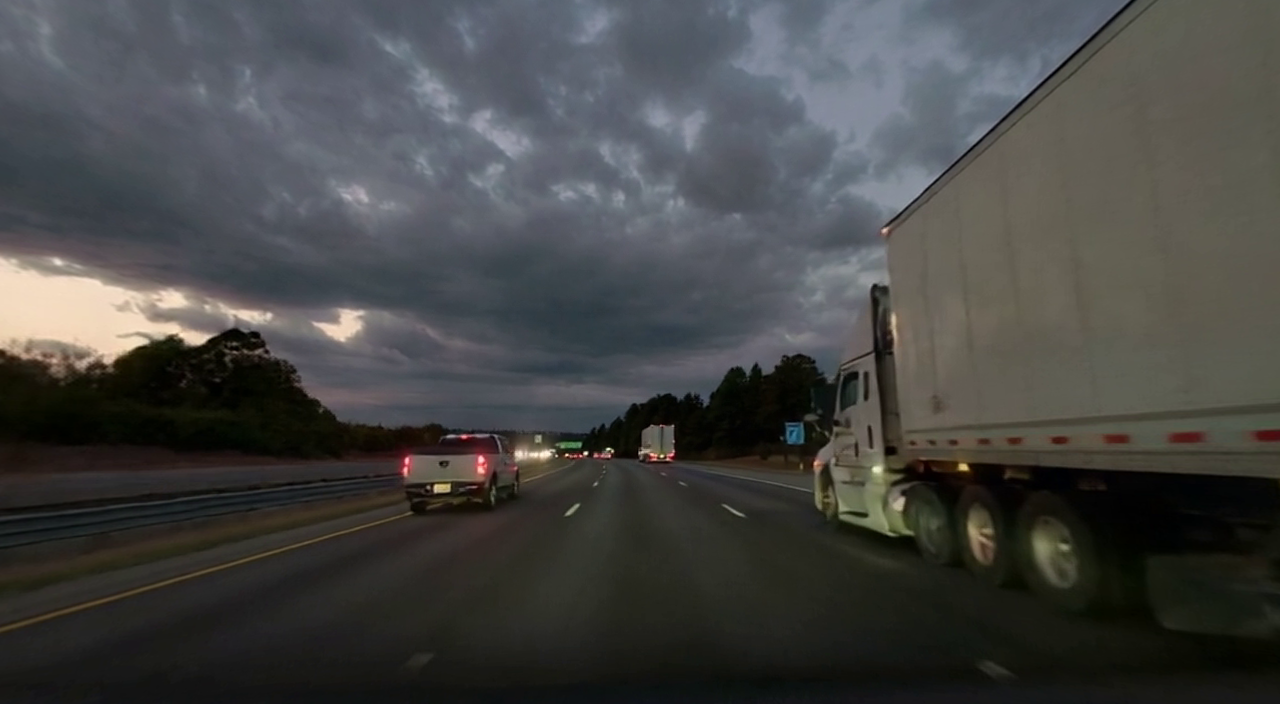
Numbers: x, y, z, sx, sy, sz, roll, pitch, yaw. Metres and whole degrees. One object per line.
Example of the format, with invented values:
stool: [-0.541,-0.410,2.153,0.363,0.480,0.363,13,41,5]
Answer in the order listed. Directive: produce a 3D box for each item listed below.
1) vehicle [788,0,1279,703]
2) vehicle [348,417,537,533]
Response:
vehicle: [4.286,0.379,6.397,2.958,3.990,10.216,0,-9,0]
vehicle: [-3.753,2.476,13.220,2.337,1.942,4.984,0,-9,0]
